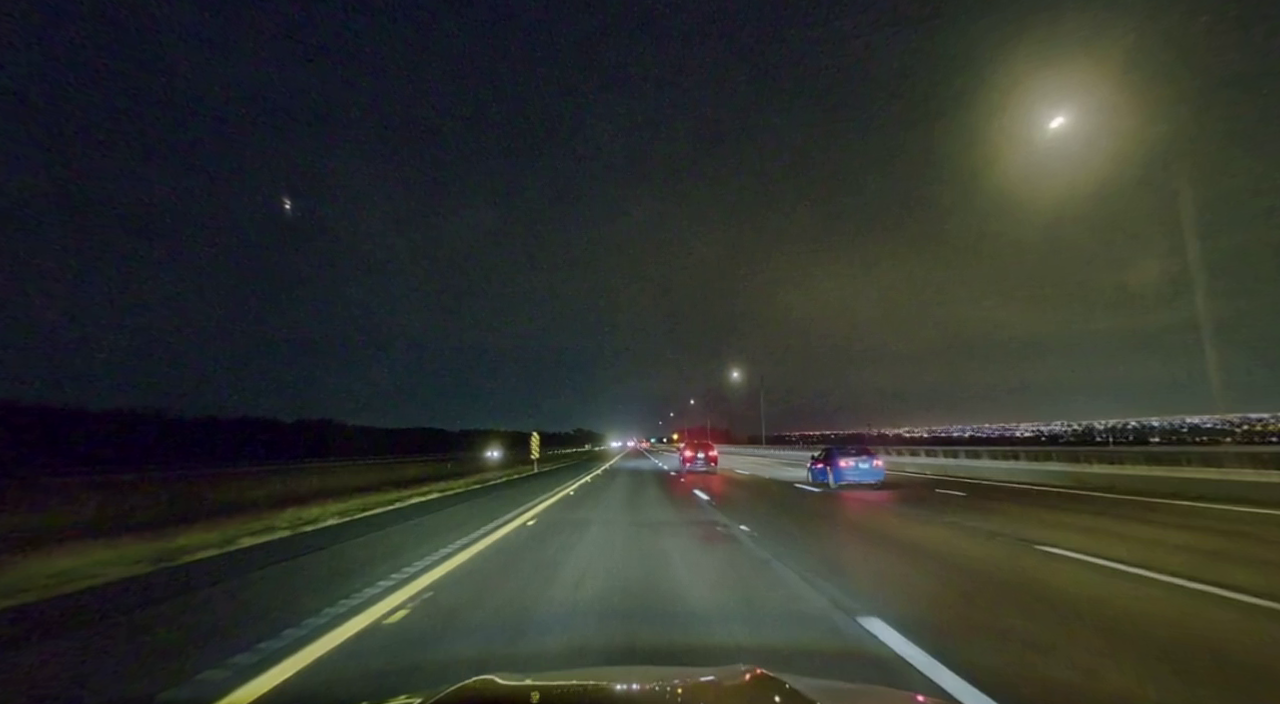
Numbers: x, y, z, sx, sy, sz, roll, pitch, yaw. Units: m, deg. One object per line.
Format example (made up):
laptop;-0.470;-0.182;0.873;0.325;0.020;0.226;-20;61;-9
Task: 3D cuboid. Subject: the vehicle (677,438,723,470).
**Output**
vehicle;3.532;6.137;38.281;2.141;1.785;4.778;0;-8;-2

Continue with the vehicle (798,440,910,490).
vehicle;7.208;3.846;21.893;2.046;1.509;4.929;0;-8;-1
